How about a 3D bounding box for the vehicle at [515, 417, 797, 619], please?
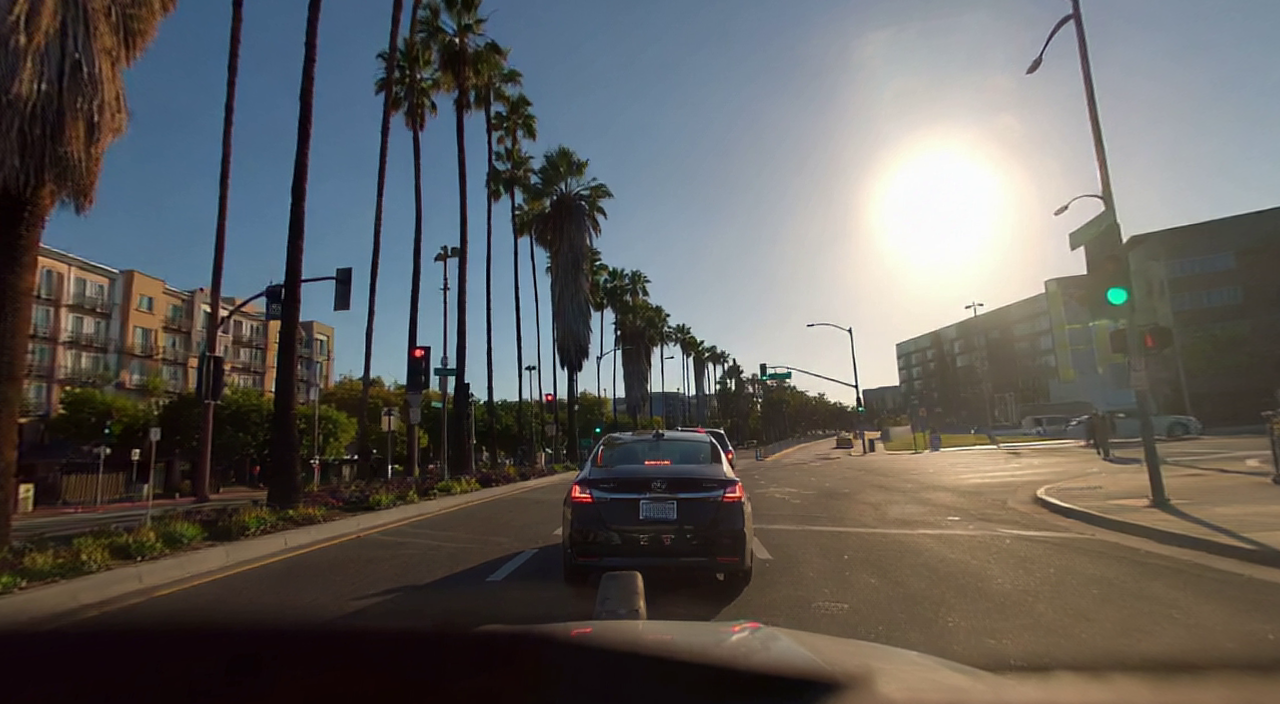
[{"bbox_3d":[0.144,1.552,6.822,2.096,1.492,4.071,0,-9,1],"label":"vehicle"}]
